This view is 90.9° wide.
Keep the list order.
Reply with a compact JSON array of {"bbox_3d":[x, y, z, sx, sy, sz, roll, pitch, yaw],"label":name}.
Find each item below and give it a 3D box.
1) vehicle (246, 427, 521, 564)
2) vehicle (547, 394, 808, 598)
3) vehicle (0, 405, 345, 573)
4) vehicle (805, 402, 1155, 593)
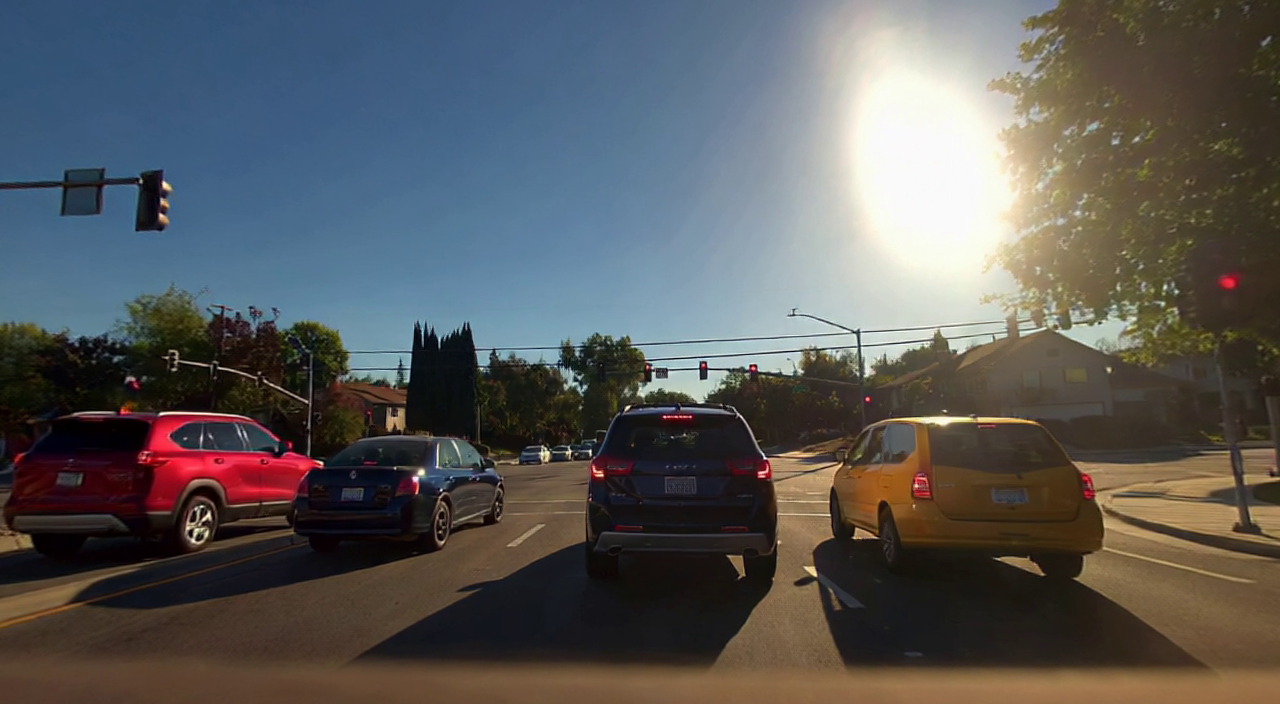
[{"bbox_3d":[-3.231,1.887,9.111,1.885,1.475,4.359,-1,-8,4],"label":"vehicle"},{"bbox_3d":[0.398,1.522,7.499,2.198,1.708,4.170,0,-8,2],"label":"vehicle"},{"bbox_3d":[-6.618,1.827,9.252,2.075,1.796,4.785,0,-8,2],"label":"vehicle"},{"bbox_3d":[3.531,1.588,7.747,2.047,1.638,4.395,-1,-8,4],"label":"vehicle"}]
